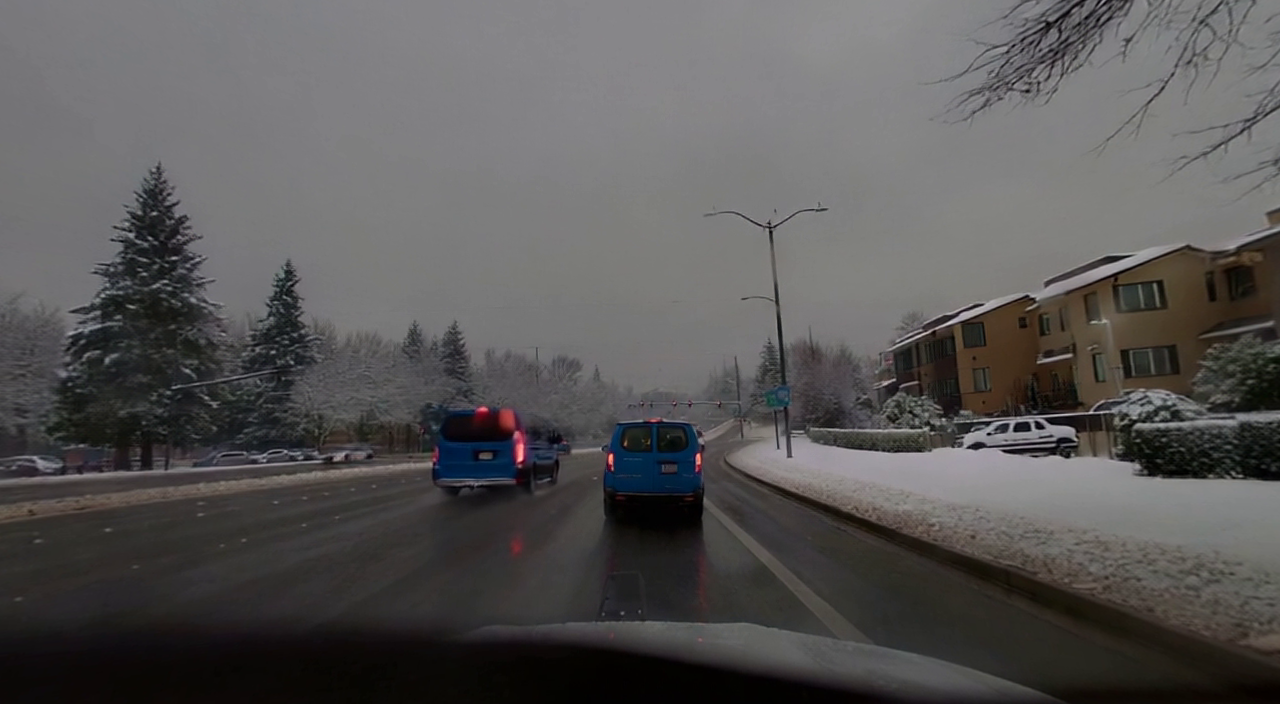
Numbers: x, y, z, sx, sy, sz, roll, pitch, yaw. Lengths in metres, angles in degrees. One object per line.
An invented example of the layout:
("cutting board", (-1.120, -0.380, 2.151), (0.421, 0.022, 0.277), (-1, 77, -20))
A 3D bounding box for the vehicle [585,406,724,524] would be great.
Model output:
("vehicle", (0.301, 2.075, 12.038), (2.173, 1.830, 4.189), (0, -8, 2))

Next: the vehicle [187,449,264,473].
("vehicle", (-32.624, 8.570, 49.937), (1.977, 1.788, 4.978), (-2, -9, 12))

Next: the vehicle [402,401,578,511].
("vehicle", (-3.123, 2.376, 14.779), (2.486, 2.074, 5.456), (-1, -8, 3))
